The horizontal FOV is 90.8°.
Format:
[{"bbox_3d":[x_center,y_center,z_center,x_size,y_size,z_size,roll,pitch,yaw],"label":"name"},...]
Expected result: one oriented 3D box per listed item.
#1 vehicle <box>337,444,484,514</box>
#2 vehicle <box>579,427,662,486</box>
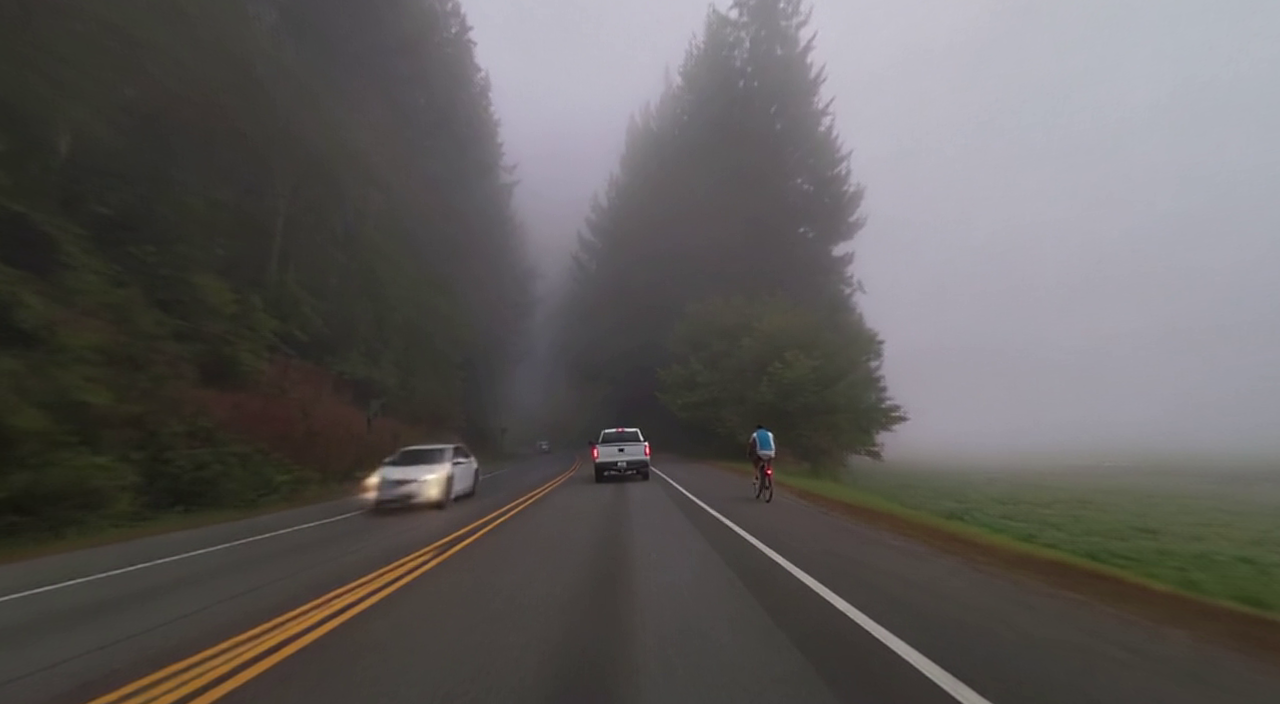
[{"bbox_3d":[-5.657,3.161,16.356,2.118,1.513,4.602,-1,-8,0],"label":"vehicle"},{"bbox_3d":[-0.737,3.691,22.663,2.631,1.798,5.331,0,-8,-2],"label":"vehicle"}]
